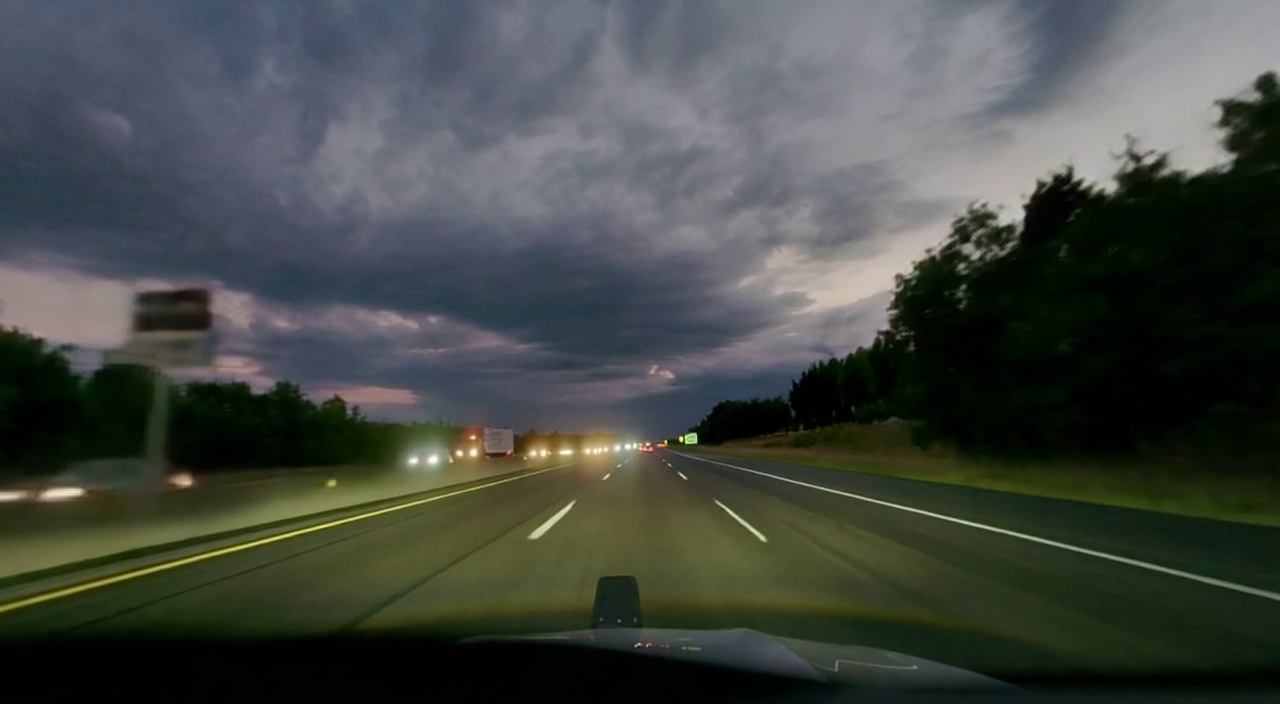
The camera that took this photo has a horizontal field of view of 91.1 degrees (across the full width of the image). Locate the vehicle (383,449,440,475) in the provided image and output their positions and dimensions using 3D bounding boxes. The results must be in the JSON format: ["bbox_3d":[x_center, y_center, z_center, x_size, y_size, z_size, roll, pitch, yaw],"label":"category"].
[{"bbox_3d":[-15.596,7.500,43.175,2.013,1.613,4.700,-1,-9,2],"label":"vehicle"}]
